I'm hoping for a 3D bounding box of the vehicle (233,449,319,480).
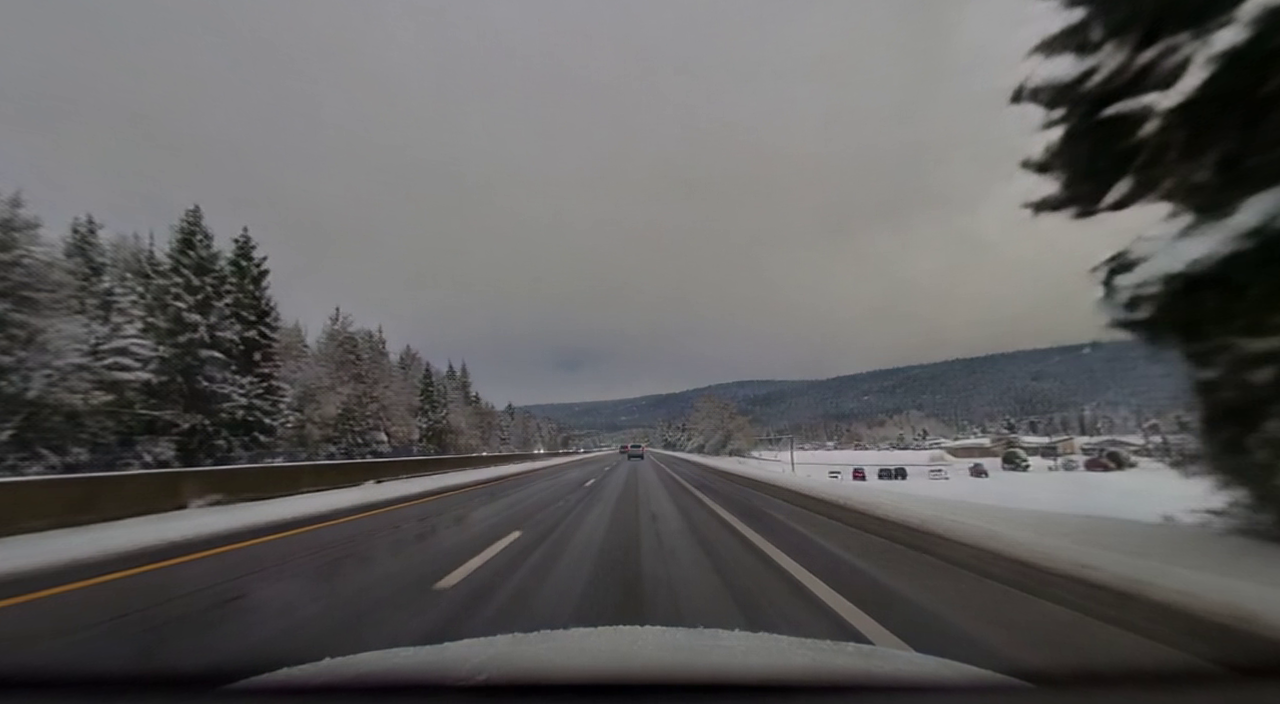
[{"bbox_3d":[-25.631,7.911,44.848,2.375,1.973,6.248,0,-9,0],"label":"vehicle"}]
